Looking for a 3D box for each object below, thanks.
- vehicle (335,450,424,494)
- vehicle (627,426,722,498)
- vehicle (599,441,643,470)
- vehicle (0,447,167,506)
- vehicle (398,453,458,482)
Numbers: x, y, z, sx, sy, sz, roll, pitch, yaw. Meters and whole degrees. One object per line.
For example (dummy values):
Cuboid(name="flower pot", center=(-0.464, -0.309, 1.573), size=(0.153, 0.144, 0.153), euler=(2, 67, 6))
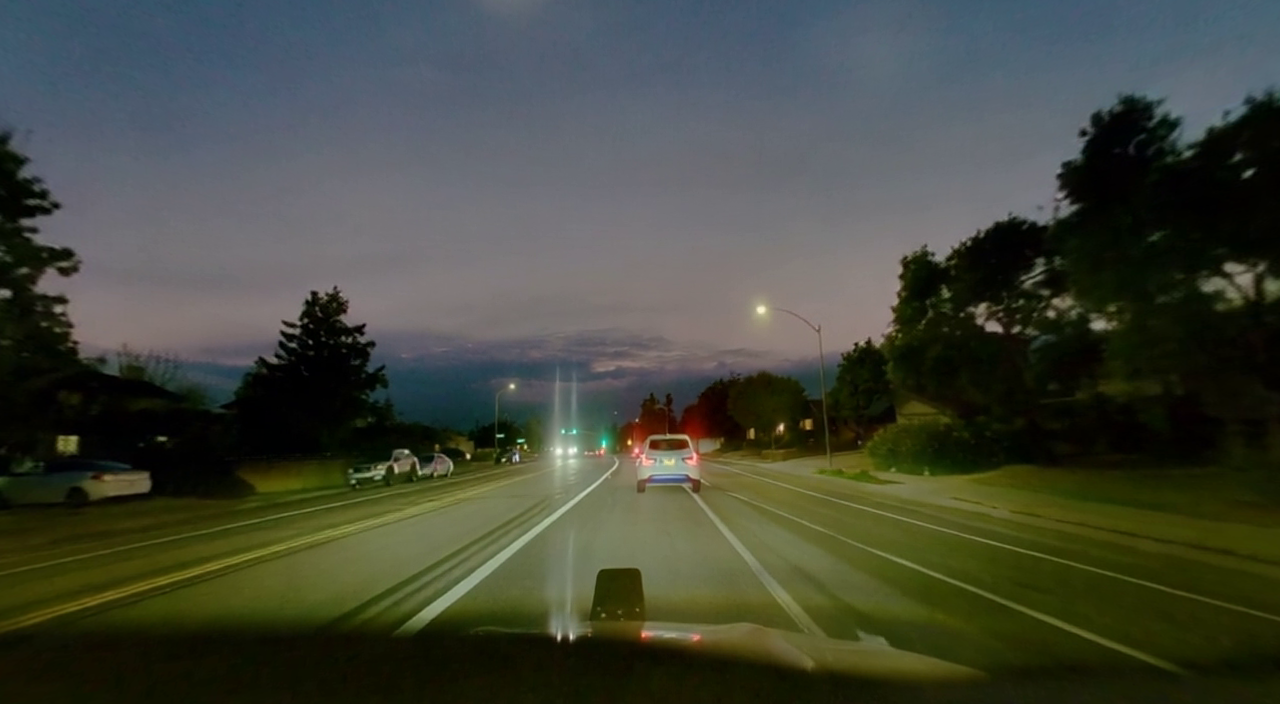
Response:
Cuboid(name="vehicle", center=(-12.339, 5.672, 30.333), size=(2.150, 1.644, 5.120), euler=(-6, -8, -2))
Cuboid(name="vehicle", center=(0.808, 3.049, 17.959), size=(2.200, 1.763, 4.676), euler=(0, -8, -3))
Cuboid(name="vehicle", center=(-1.054, 5.545, 33.940), size=(2.196, 1.449, 4.006), euler=(0, -8, -3))
Cuboid(name="vehicle", center=(-20.681, 4.336, 22.246), size=(6.011, 1.909, 2.279), euler=(1, -9, -4))
Cuboid(name="vehicle", center=(-12.071, 6.565, 36.256), size=(1.831, 1.464, 4.520), euler=(0, -8, 1))
